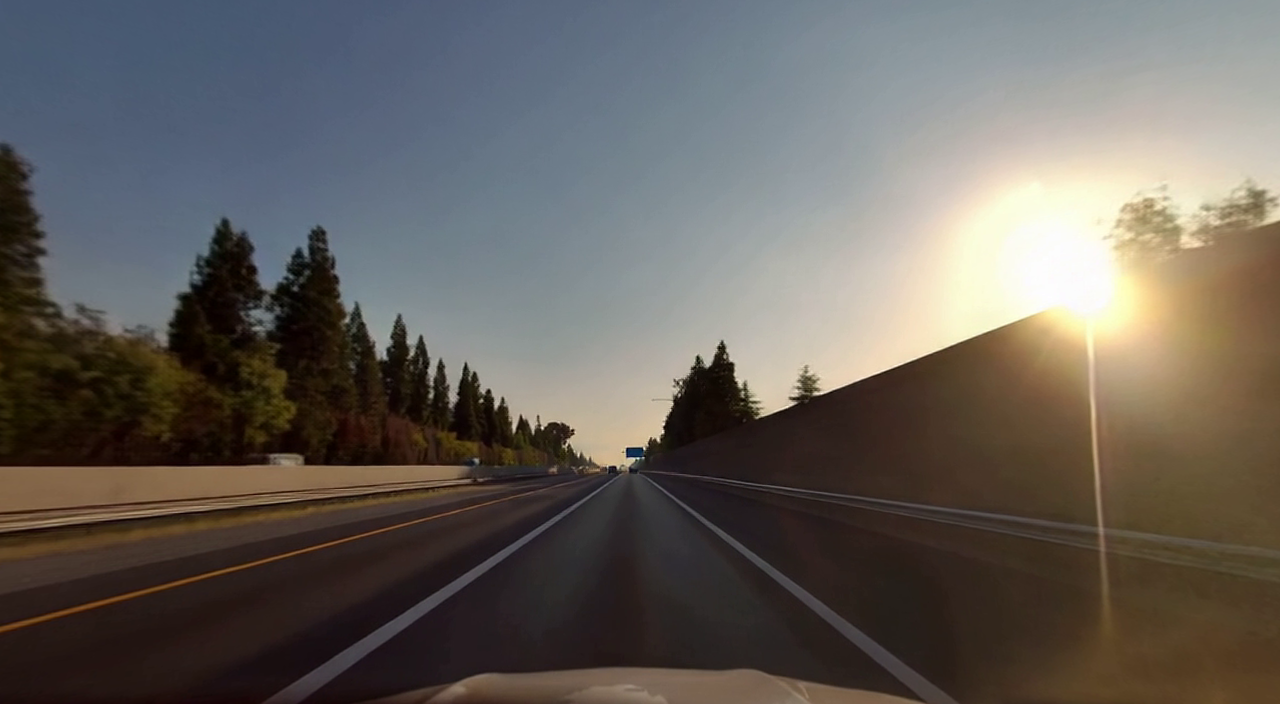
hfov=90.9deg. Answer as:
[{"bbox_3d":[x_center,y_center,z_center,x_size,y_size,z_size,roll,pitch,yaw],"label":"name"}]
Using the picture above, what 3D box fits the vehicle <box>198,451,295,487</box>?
[{"bbox_3d":[-16.917,5.063,27.333,1.740,1.434,3.717,1,-10,0],"label":"vehicle"}]
